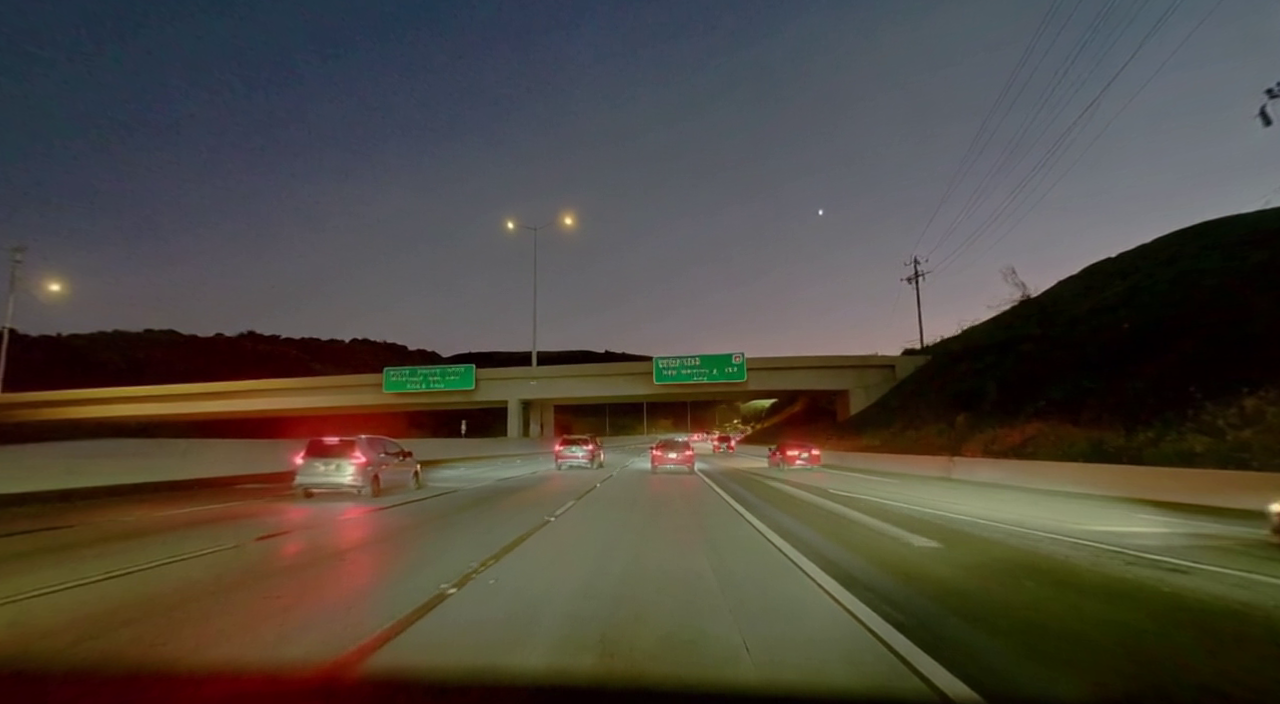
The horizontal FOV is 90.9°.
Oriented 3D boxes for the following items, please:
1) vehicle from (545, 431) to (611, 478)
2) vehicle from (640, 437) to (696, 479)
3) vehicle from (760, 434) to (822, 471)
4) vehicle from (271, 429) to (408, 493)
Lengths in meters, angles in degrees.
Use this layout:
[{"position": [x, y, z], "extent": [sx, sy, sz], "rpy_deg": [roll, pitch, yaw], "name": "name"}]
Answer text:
[{"position": [-2.631, 4.515, 27.998], "extent": [2.228, 1.845, 4.847], "rpy_deg": [-1, -8, 2], "name": "vehicle"}, {"position": [1.137, 4.467, 26.803], "extent": [2.193, 1.651, 3.946], "rpy_deg": [0, -8, 1], "name": "vehicle"}, {"position": [8.528, 5.736, 36.063], "extent": [2.059, 1.938, 4.793], "rpy_deg": [0, -8, -4], "name": "vehicle"}, {"position": [-8.944, 3.284, 19.336], "extent": [2.062, 1.702, 4.587], "rpy_deg": [0, -8, -2], "name": "vehicle"}]
